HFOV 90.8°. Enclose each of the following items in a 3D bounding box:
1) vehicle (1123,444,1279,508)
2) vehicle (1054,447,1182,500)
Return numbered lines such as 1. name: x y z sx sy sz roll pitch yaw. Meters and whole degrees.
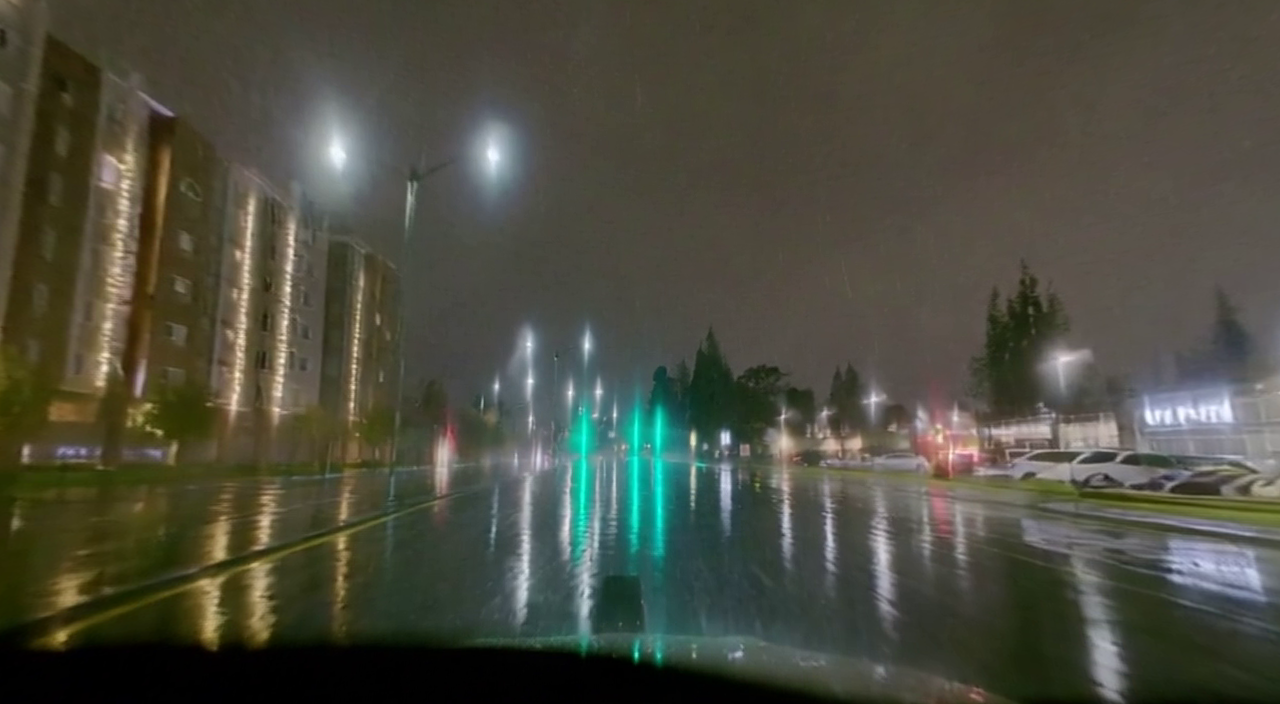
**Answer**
1. vehicle: 17.170 3.679 19.192 4.669 1.676 2.192 5 -11 -30
2. vehicle: 16.676 4.137 22.004 4.375 1.652 1.983 5 -10 -32
